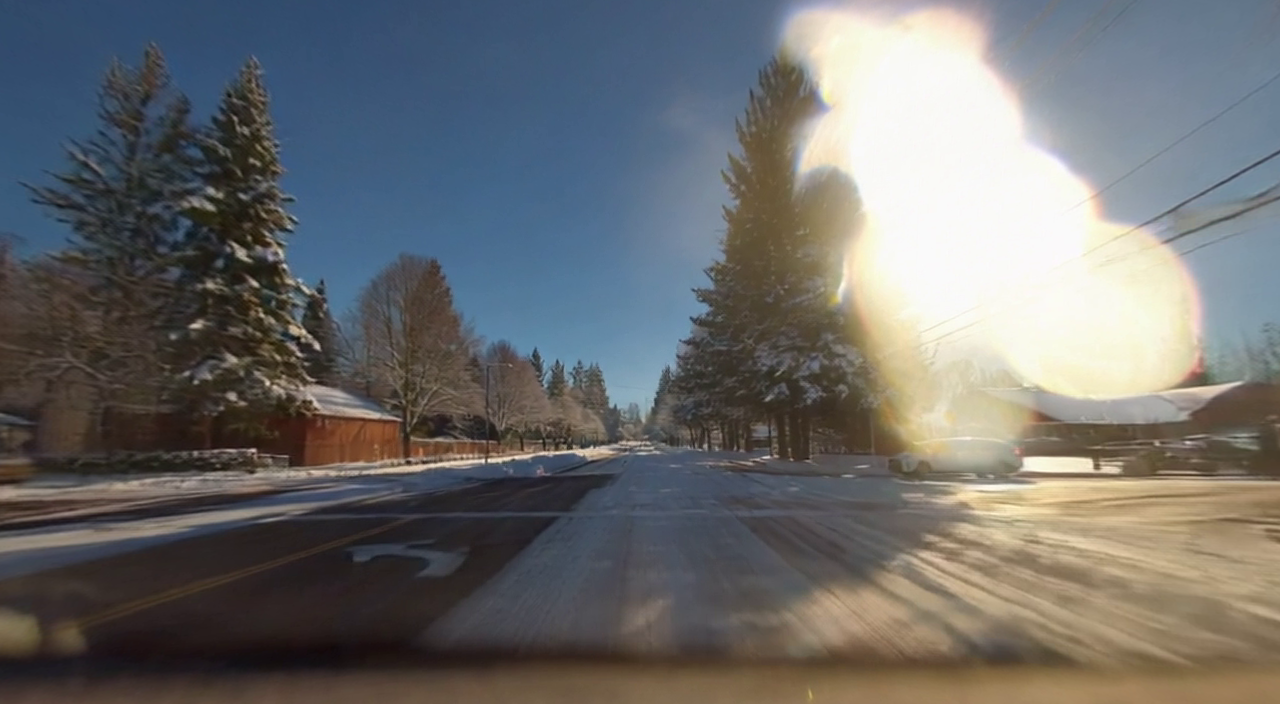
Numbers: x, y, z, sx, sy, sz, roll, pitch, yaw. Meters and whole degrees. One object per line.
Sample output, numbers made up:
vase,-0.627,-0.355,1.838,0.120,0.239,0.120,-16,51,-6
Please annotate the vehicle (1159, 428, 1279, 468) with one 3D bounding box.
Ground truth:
vehicle,29.612,4.876,32.136,2.034,1.878,4.781,0,-8,-2

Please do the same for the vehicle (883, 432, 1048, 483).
vehicle,11.124,3.629,21.775,4.565,1.600,2.023,0,-8,-5

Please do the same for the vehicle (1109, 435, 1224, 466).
vehicle,27.037,5.064,32.621,1.787,1.465,4.681,0,-8,-2
